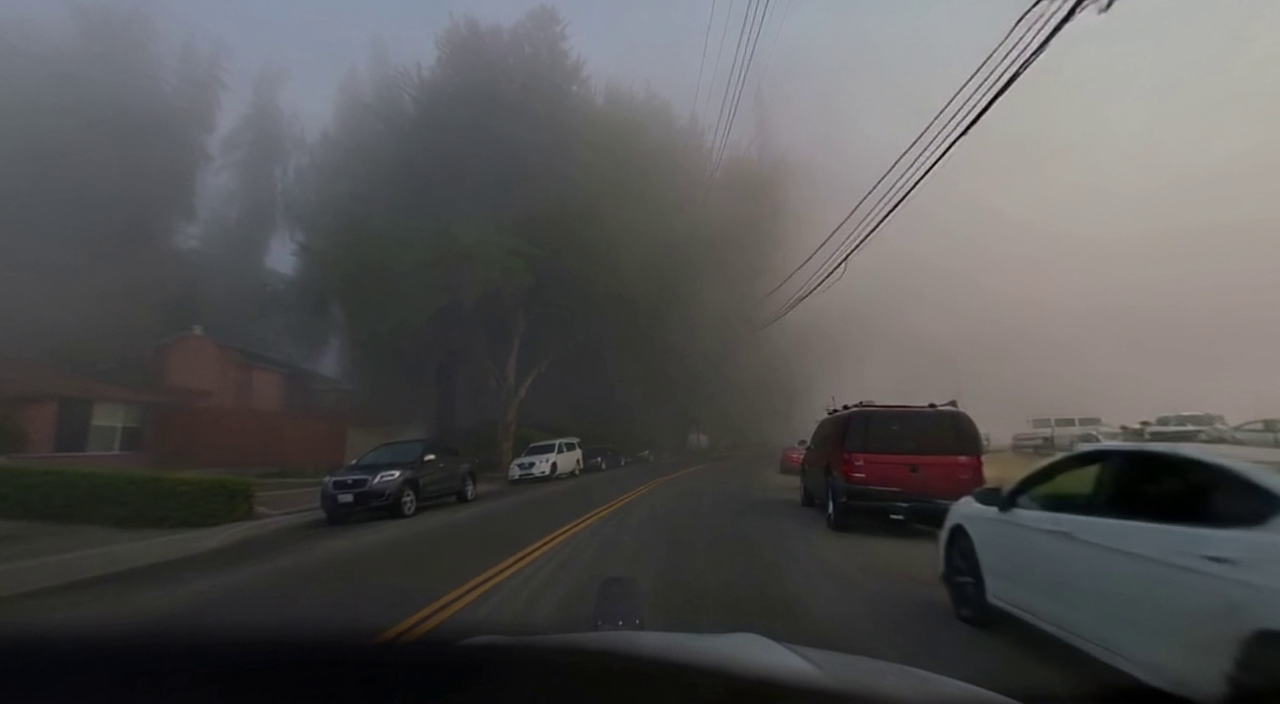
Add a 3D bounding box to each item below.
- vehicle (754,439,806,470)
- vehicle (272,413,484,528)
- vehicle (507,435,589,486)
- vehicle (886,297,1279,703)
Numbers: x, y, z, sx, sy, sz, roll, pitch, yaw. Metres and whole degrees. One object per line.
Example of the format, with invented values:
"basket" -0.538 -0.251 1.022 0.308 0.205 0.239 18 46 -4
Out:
"vehicle" 7.120 5.270 32.638 2.108 1.493 4.878 -1 -9 7
"vehicle" -5.675 2.743 14.754 2.353 2.037 5.358 -4 -11 4
"vehicle" -3.813 4.621 27.213 2.192 1.873 4.985 -4 -9 7
"vehicle" 3.230 0.964 3.549 2.032 1.810 5.047 -1 -9 5
